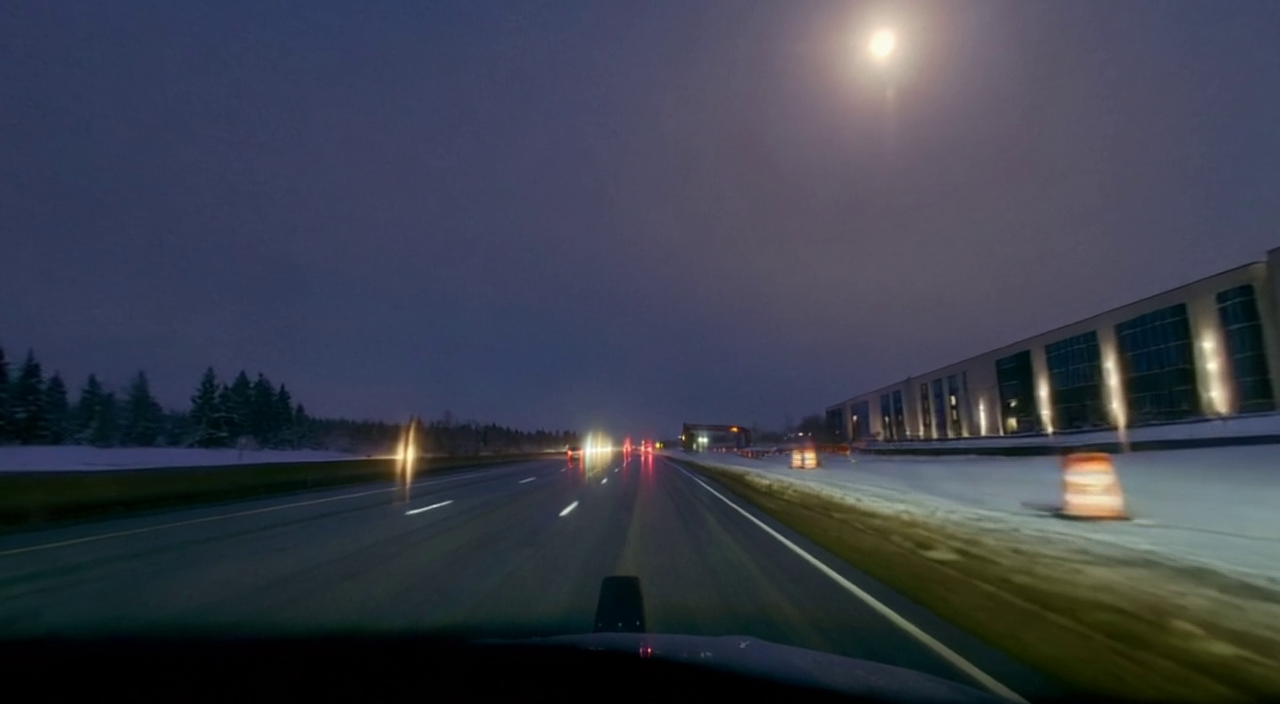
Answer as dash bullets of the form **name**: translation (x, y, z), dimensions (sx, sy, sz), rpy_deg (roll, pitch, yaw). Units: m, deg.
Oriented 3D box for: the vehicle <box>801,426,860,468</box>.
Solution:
- **vehicle**: translation (14.311, 7.223, 47.633), dimensions (2.763, 2.805, 4.926), rpy_deg (-2, -10, 0)
